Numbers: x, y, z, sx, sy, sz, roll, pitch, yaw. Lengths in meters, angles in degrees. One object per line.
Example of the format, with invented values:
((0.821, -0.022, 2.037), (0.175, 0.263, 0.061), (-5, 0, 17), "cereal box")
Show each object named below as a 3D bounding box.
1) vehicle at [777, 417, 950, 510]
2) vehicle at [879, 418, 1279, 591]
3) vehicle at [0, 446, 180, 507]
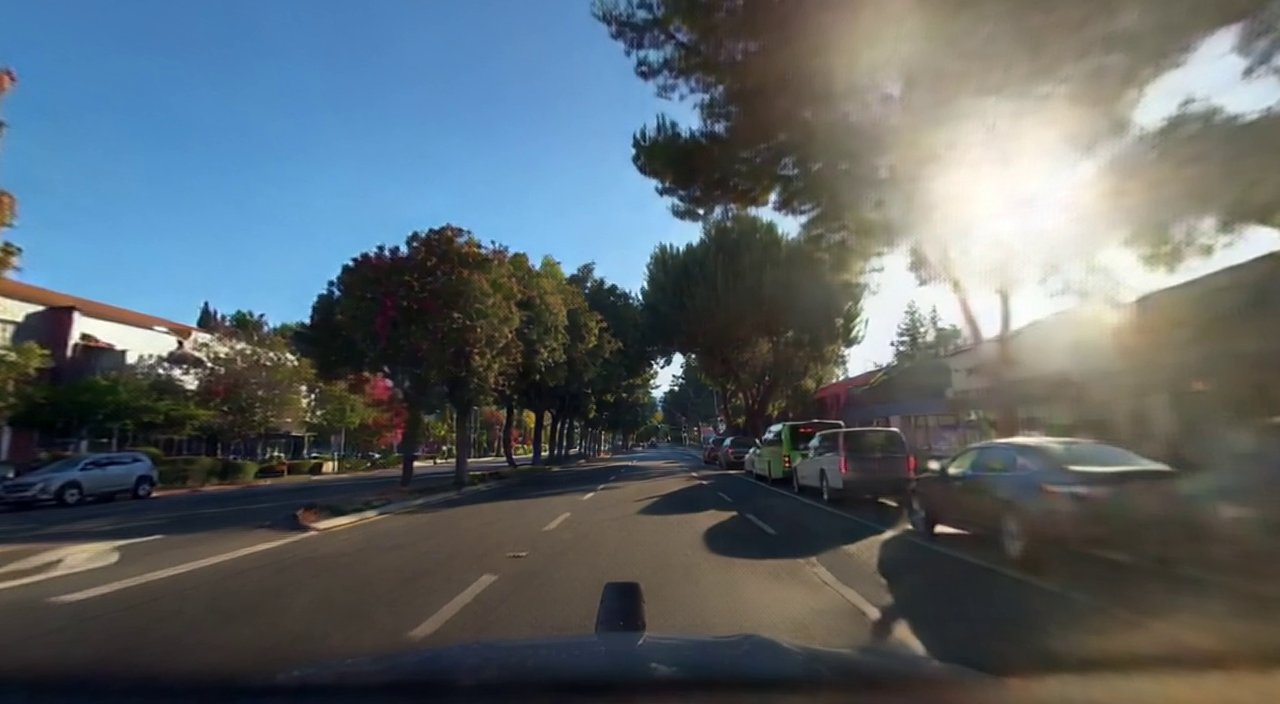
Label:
((4.803, 2.496, 14.505), (2.304, 1.760, 4.630), (0, -8, 1), "vehicle")
((4.789, 1.645, 7.730), (1.973, 1.465, 4.440), (0, -8, 0), "vehicle")
((-18.996, 4.195, 21.885), (2.166, 1.804, 4.897), (-1, -8, 3), "vehicle")
